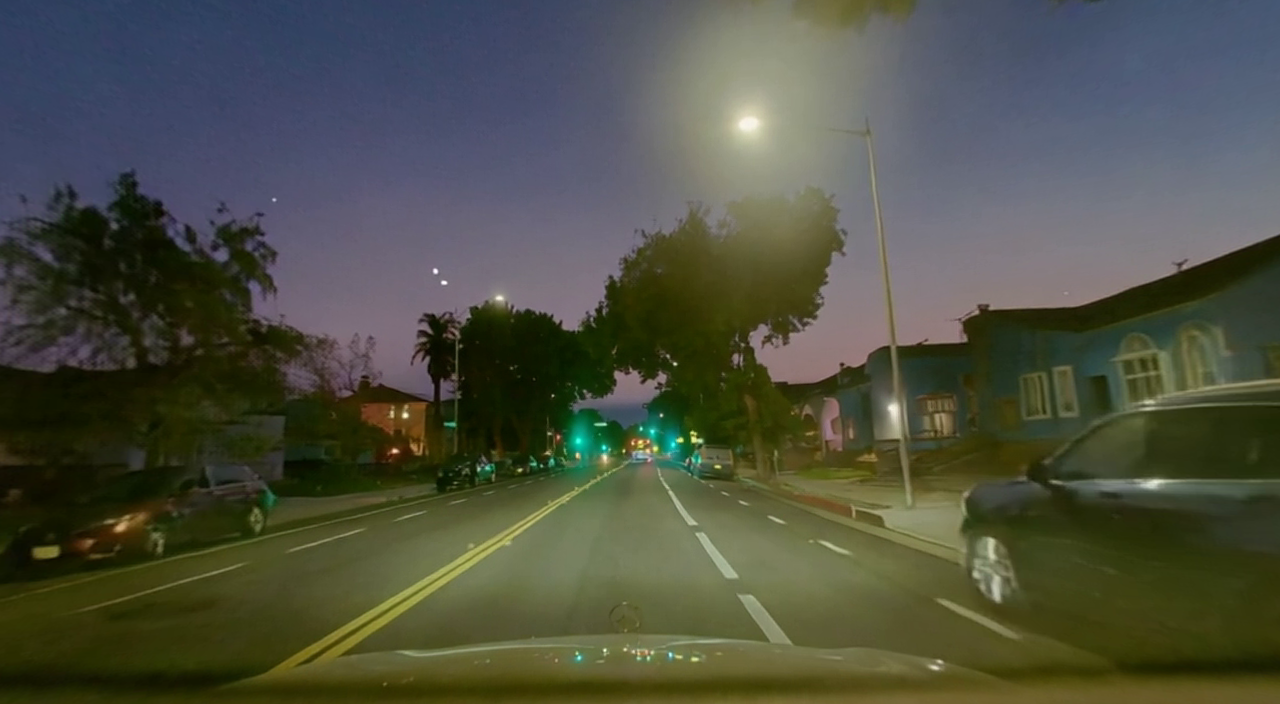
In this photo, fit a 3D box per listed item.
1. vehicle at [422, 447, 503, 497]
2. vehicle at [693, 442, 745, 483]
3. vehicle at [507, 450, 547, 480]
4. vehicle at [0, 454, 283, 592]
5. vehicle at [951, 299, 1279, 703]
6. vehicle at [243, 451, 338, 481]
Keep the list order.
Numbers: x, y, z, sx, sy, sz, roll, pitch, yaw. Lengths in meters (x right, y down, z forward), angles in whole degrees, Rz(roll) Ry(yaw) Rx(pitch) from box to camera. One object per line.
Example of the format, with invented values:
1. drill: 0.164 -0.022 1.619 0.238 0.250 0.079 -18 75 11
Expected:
1. vehicle: -8.111 5.491 29.429 2.094 1.840 5.450 -6 -8 0
2. vehicle: 4.176 5.929 34.046 2.060 1.833 4.927 5 -9 1
3. vehicle: -7.843 7.860 44.145 1.898 1.755 4.603 -5 -8 -1
4. vehicle: -8.226 2.580 10.341 1.921 1.494 4.884 -5 -8 1
5. vehicle: 3.751 0.912 3.169 2.131 1.995 4.626 3 -8 1
6. vehicle: -19.962 6.503 36.243 4.197 1.659 2.059 0 -8 0
